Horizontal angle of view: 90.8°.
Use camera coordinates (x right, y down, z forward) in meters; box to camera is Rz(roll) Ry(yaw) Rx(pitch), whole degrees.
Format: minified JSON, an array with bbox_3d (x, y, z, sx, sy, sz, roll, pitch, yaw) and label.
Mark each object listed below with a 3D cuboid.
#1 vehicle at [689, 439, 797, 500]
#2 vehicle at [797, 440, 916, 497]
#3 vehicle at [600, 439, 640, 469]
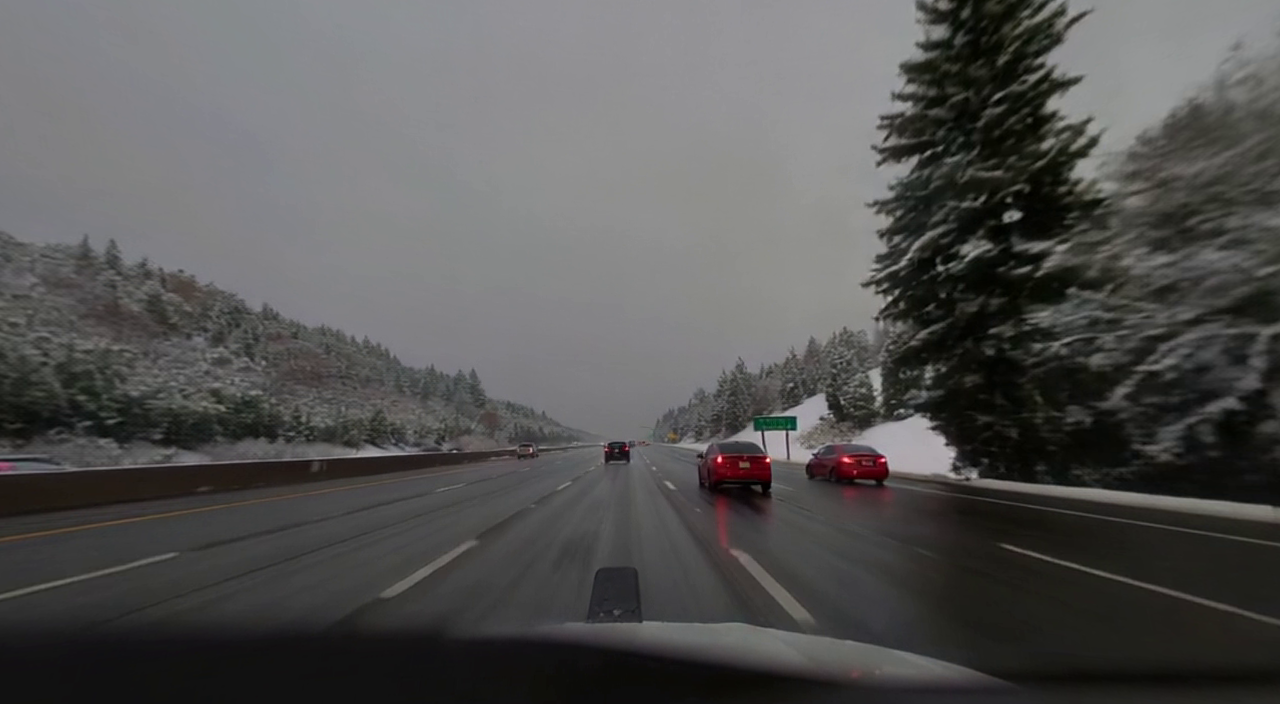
[{"bbox_3d":[2.743,3.274,18.122,2.120,1.492,4.734,0,-8,-2],"label":"vehicle"},{"bbox_3d":[6.247,3.390,18.828,1.845,1.452,4.352,0,-8,-2],"label":"vehicle"},{"bbox_3d":[-1.172,6.070,37.702,2.277,1.675,4.023,0,-8,-2],"label":"vehicle"}]
